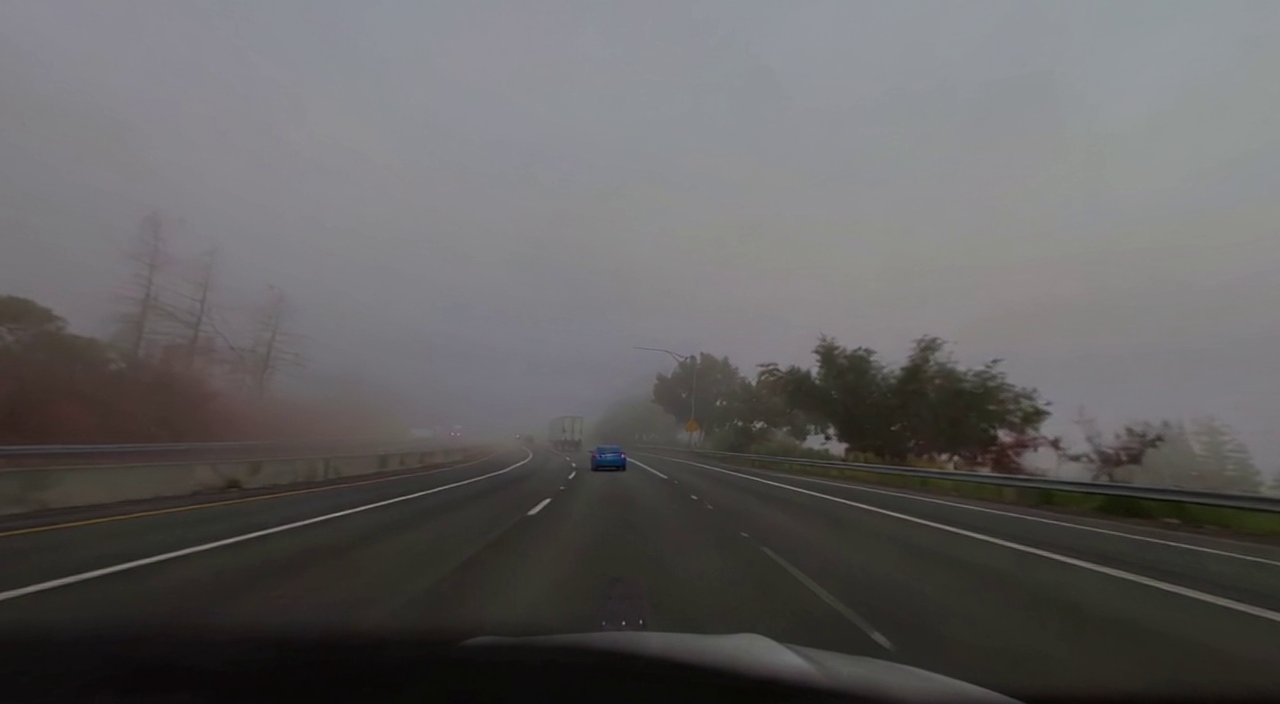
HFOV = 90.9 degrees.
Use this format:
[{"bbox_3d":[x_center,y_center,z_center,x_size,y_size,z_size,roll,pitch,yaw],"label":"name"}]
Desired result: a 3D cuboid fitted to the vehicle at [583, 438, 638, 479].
[{"bbox_3d":[-1.225,4.270,25.581,2.042,1.528,4.300,1,-8,-4],"label":"vehicle"}]
